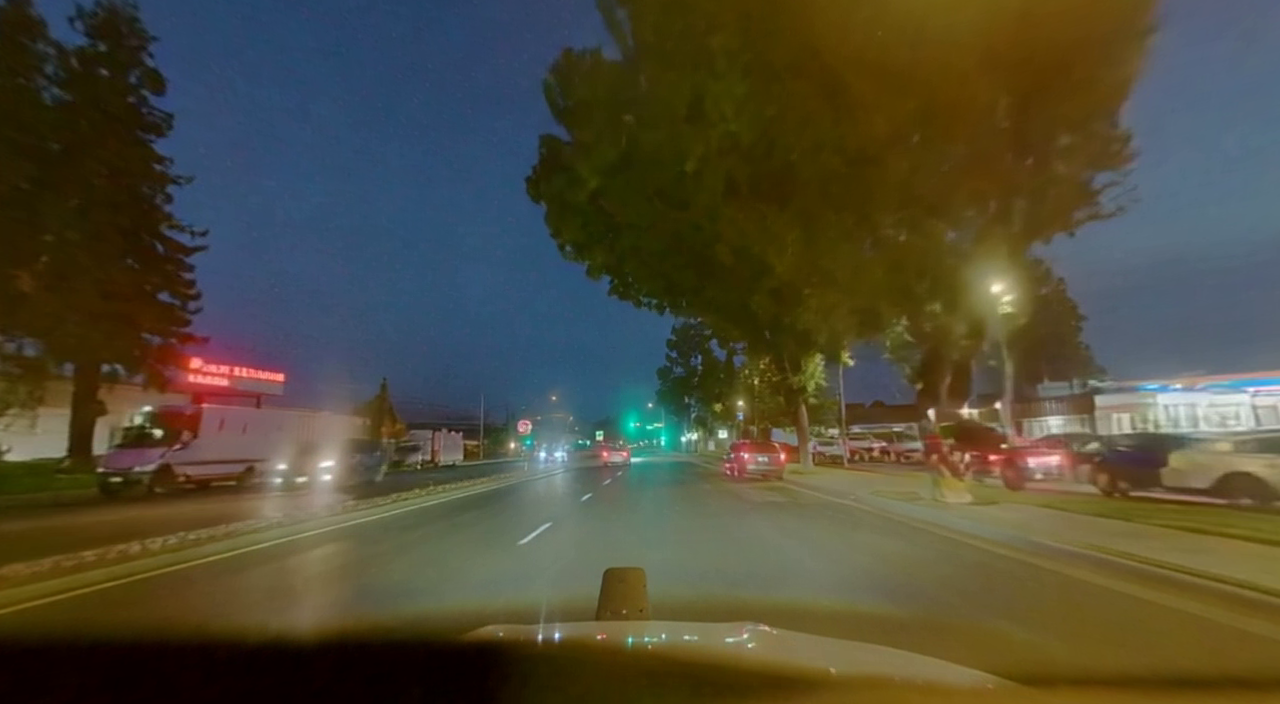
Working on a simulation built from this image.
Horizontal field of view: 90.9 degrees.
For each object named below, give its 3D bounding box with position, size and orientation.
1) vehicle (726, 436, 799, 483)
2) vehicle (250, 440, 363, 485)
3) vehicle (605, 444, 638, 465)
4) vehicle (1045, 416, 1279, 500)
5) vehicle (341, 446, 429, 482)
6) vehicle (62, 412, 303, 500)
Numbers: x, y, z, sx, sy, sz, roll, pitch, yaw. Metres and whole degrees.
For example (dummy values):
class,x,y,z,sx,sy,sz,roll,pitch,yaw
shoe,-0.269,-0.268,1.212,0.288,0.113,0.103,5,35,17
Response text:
class,x,y,z,sx,sy,sz,roll,pitch,yaw
vehicle,4.854,4.346,25.724,2.179,1.709,4.512,0,-9,1
vehicle,-14.499,4.823,27.805,2.163,1.761,4.811,-1,-9,2
vehicle,-1.267,7.252,44.697,1.959,1.406,4.272,-1,-9,3
vehicle,12.254,2.417,14.519,4.454,1.776,1.891,0,-9,0
vehicle,-10.790,4.747,27.025,1.801,1.407,4.270,-1,-9,2
vehicle,-18.608,4.366,26.878,2.953,3.076,9.336,-1,-9,2
